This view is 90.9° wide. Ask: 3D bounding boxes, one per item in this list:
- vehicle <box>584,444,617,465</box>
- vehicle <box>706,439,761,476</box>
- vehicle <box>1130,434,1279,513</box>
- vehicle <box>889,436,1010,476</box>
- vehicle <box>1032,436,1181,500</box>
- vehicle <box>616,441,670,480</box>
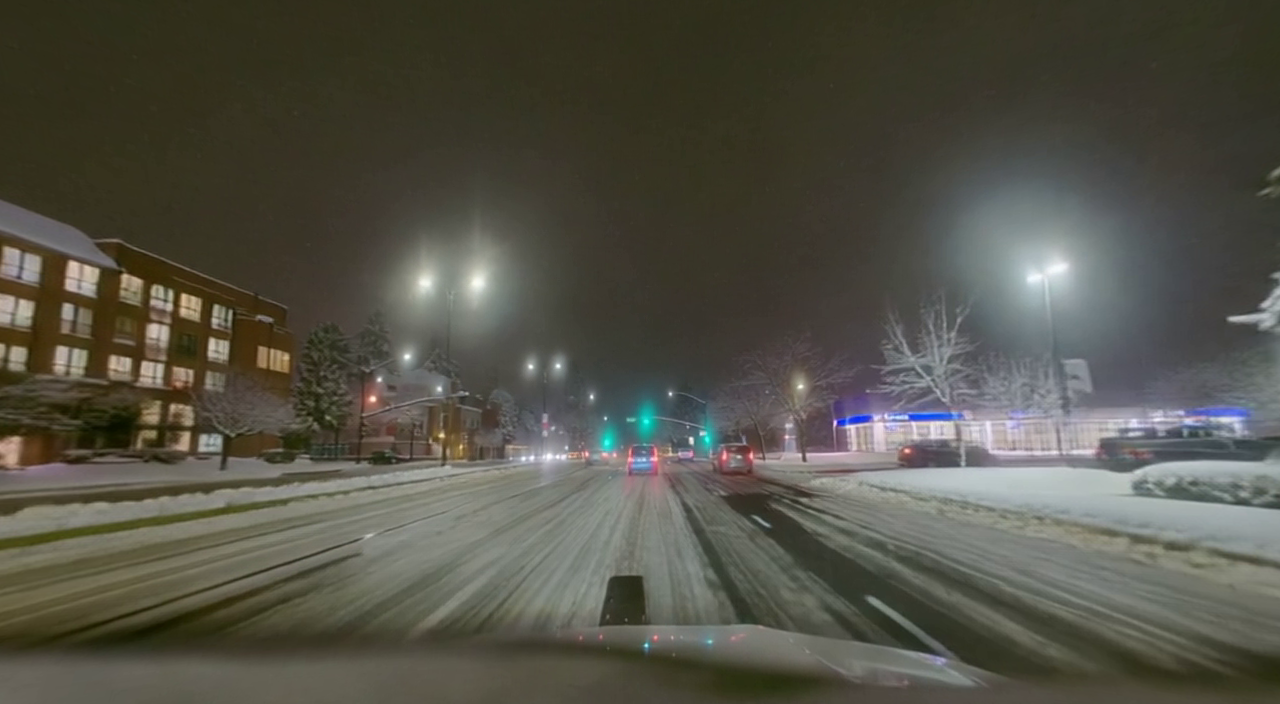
[{"bbox_3d":[-2.875,7.639,47.176,2.029,1.482,4.591,0,-9,2],"label":"vehicle"},{"bbox_3d":[4.569,5.227,31.428,2.007,1.683,4.171,0,-9,-1],"label":"vehicle"},{"bbox_3d":[14.289,2.922,15.689,4.361,1.682,1.978,6,-11,-35],"label":"vehicle"},{"bbox_3d":[15.044,5.082,30.853,4.775,1.728,1.996,-2,-9,0],"label":"vehicle"},{"bbox_3d":[14.073,3.401,18.948,4.654,1.692,1.955,6,-10,-33],"label":"vehicle"},{"bbox_3d":[0.140,4.514,26.432,2.059,1.477,3.988,0,-9,1],"label":"vehicle"}]
